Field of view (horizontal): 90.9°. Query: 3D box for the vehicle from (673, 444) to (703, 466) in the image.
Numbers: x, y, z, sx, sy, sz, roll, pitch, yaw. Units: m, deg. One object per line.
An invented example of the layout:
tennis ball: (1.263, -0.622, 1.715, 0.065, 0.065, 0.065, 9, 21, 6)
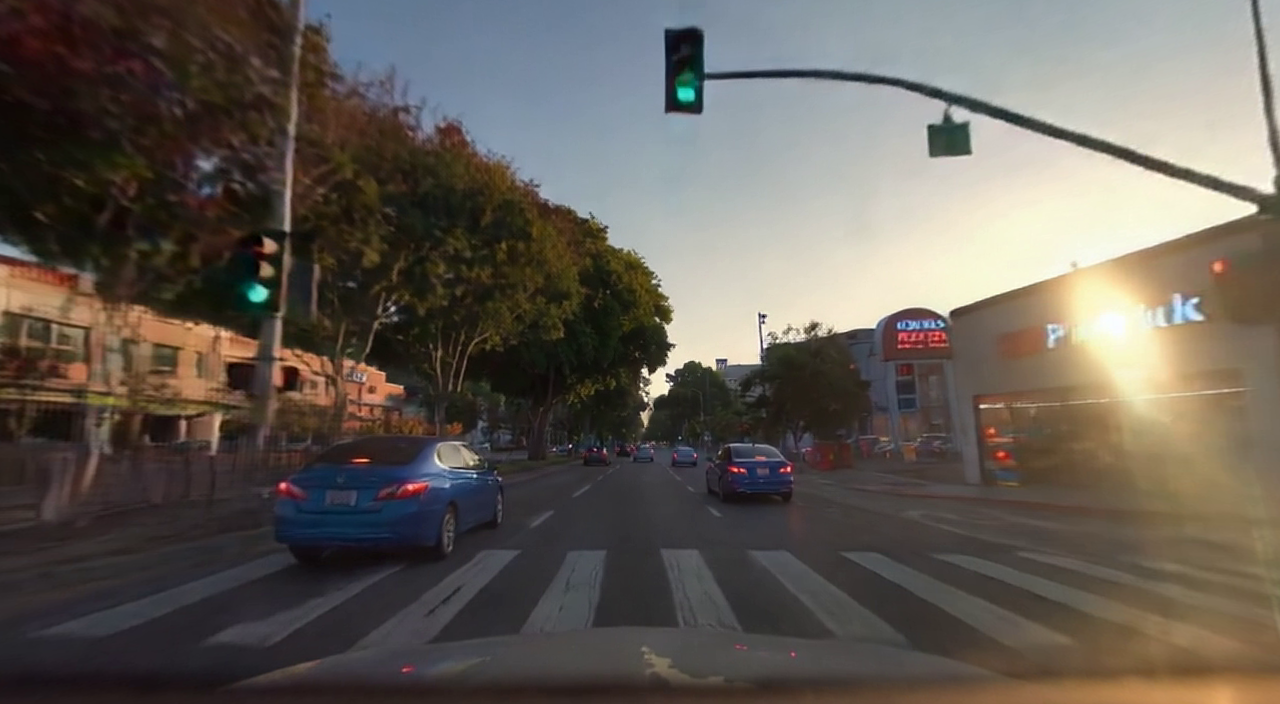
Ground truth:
vehicle: (3.558, 7.753, 47.493, 1.931, 1.552, 4.125, 0, -8, 1)

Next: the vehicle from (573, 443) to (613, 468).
vehicle: (-2.904, 6.509, 39.820, 2.040, 1.471, 4.211, 0, -8, 2)

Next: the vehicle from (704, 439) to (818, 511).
vehicle: (2.785, 2.911, 15.521, 1.946, 1.513, 4.133, 0, -8, 0)

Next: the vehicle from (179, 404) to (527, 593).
vehicle: (-2.969, 1.635, 8.094, 2.032, 1.639, 5.037, 0, -8, 1)
